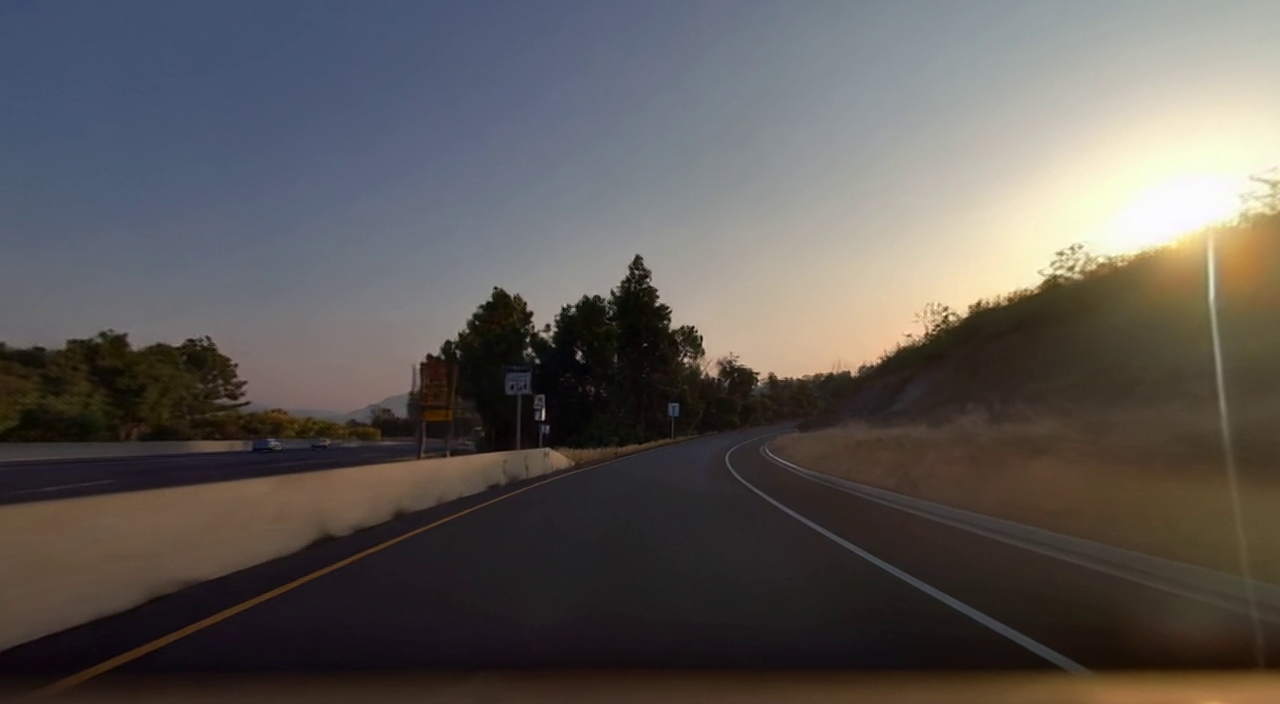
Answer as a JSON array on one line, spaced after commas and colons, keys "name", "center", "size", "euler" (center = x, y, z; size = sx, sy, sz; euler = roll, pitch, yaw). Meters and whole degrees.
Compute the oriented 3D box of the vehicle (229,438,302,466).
[{"name": "vehicle", "center": [-20.990, 5.590, 35.431], "size": [1.895, 1.451, 4.168], "euler": [1, -8, -7]}]
